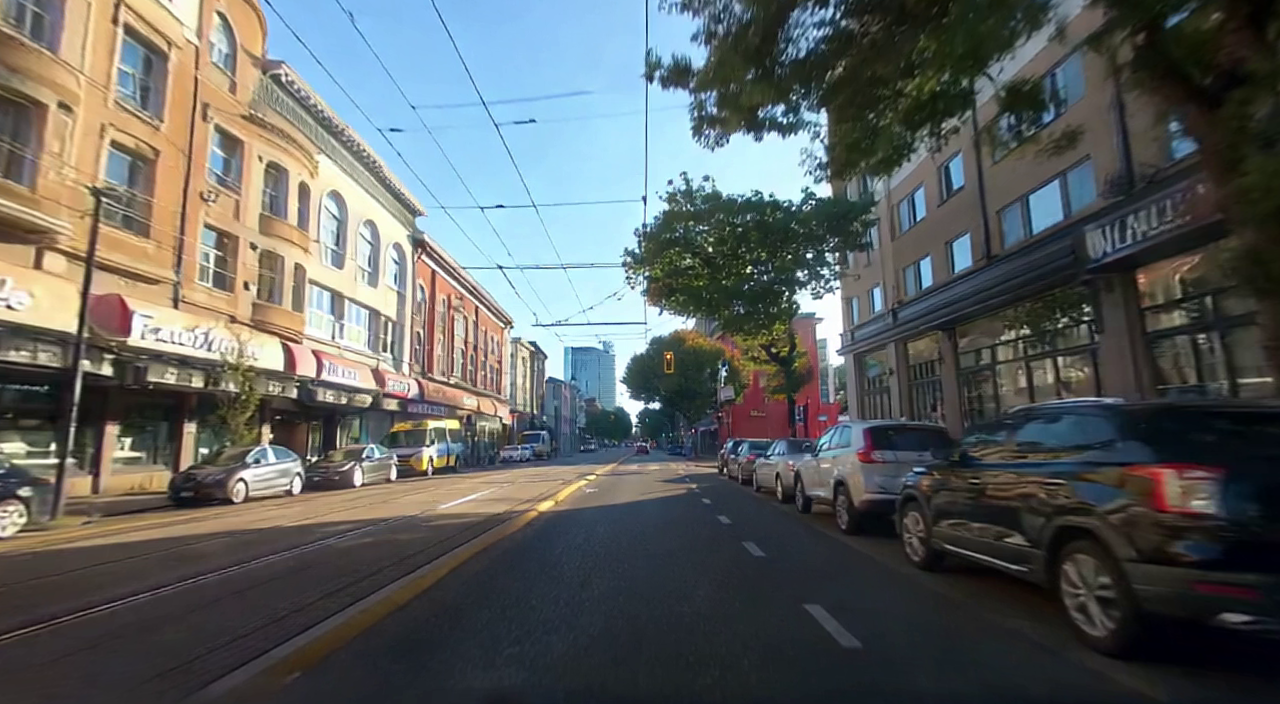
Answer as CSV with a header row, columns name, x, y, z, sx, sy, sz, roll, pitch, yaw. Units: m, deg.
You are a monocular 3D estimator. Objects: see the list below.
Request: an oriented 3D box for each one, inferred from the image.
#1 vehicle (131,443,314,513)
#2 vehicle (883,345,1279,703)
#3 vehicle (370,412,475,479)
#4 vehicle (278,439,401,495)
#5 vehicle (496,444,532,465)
name,x,y,z,sx,sy,sz,roll,pitch,yaw
vehicle,-10.192,3.043,15.789,1.841,1.488,3.852,0,-8,2
vehicle,3.591,1.087,4.563,1.879,1.645,4.461,0,-8,0
vehicle,-9.897,4.394,29.465,2.291,2.745,6.492,0,-9,3
vehicle,-9.914,3.784,21.241,1.837,1.668,4.354,-1,-8,3
vehicle,-9.460,7.719,47.495,1.897,1.464,4.209,0,-8,-1
